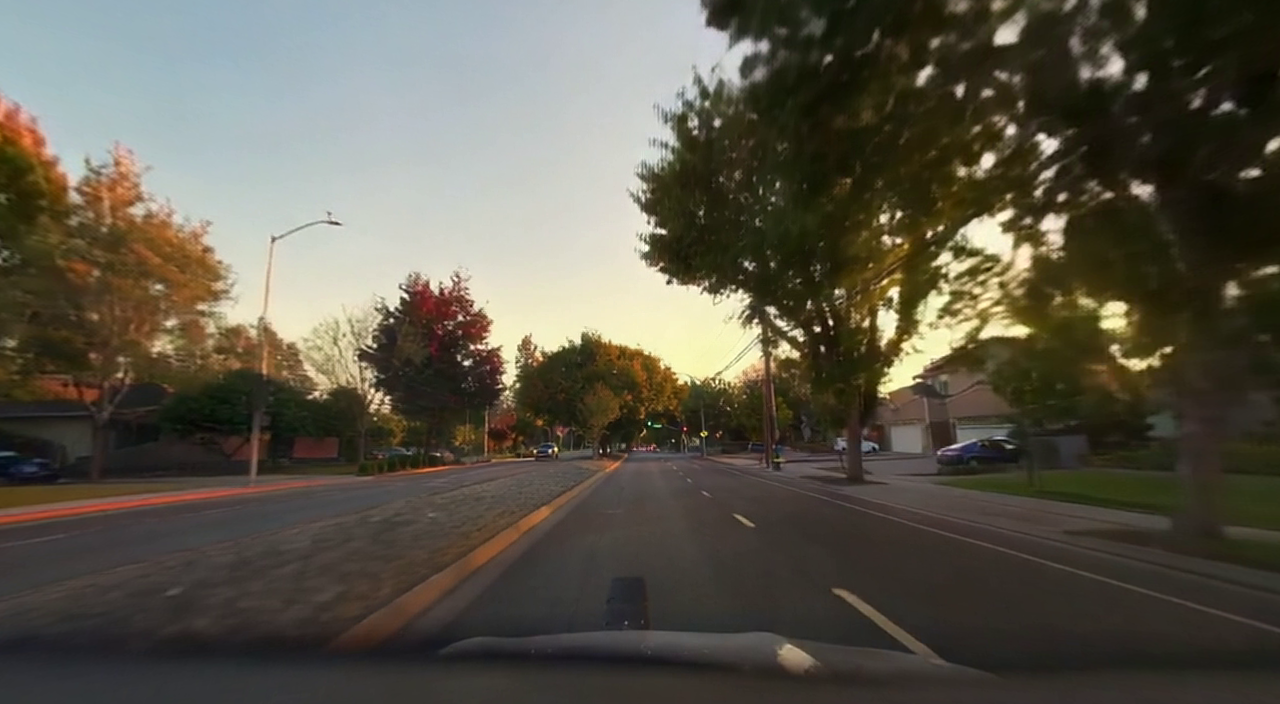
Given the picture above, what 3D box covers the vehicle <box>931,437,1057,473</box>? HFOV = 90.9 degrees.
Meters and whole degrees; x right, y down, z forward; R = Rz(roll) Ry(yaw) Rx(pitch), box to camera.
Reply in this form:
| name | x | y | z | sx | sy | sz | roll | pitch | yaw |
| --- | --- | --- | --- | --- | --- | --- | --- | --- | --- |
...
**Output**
| name | x | y | z | sx | sy | sz | roll | pitch | yaw |
| --- | --- | --- | --- | --- | --- | --- | --- | --- | --- |
| vehicle | 14.697 | 4.289 | 26.417 | 4.253 | 1.397 | 1.717 | -3 | -9 | 18 |
